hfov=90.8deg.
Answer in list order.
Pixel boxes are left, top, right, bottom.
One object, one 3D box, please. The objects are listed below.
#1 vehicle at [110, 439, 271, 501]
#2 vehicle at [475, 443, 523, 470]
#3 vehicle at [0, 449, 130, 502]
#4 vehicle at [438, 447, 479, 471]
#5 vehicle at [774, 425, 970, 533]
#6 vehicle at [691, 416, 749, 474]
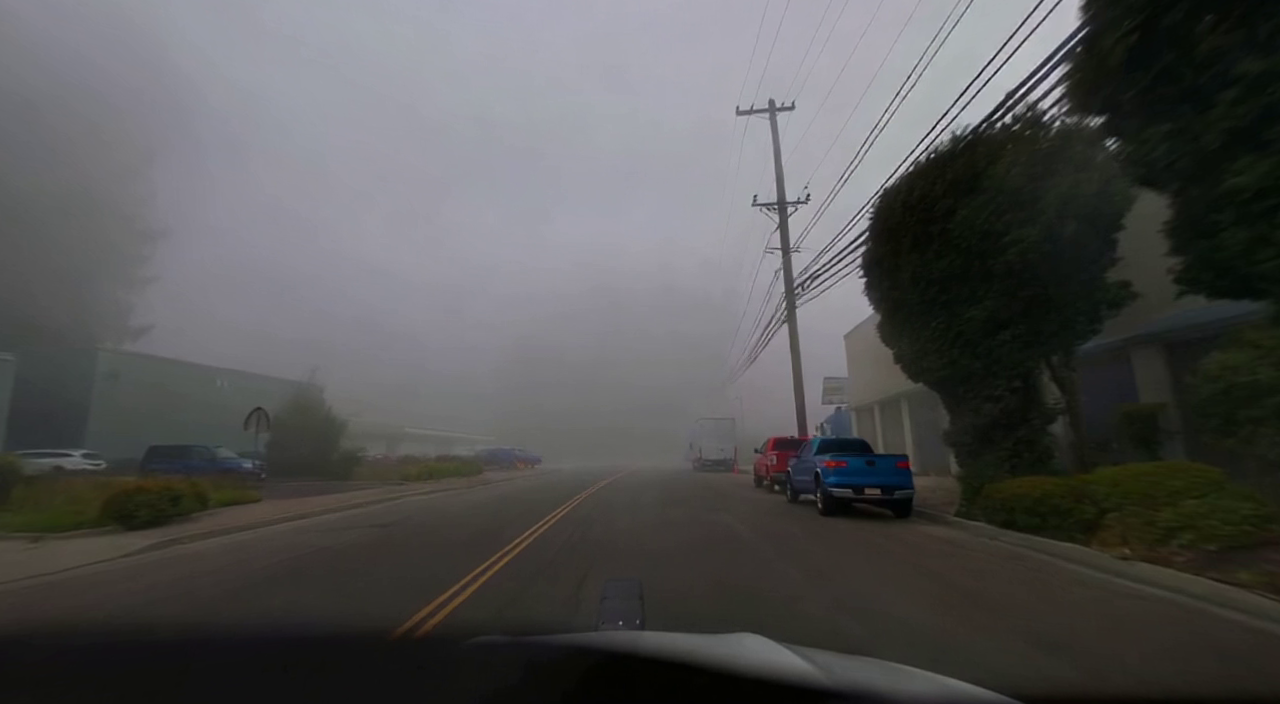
[{"bbox_3d":[-14.804,3.878,21.234,2.085,1.748,4.558,-3,-8,0],"label":"vehicle"},{"bbox_3d":[-10.988,8.190,49.669,2.287,1.975,5.511,-1,-8,2],"label":"vehicle"},{"bbox_3d":[-20.003,4.091,21.364,1.799,1.542,4.546,0,-8,-2],"label":"vehicle"},{"bbox_3d":[-13.999,8.248,48.916,1.971,1.789,4.360,0,-8,-1],"label":"vehicle"},{"bbox_3d":[4.237,2.403,12.633,2.115,1.702,4.978,0,-8,1],"label":"vehicle"},{"bbox_3d":[4.840,5.831,39.667,2.871,3.301,7.433,0,-8,1],"label":"vehicle"}]
